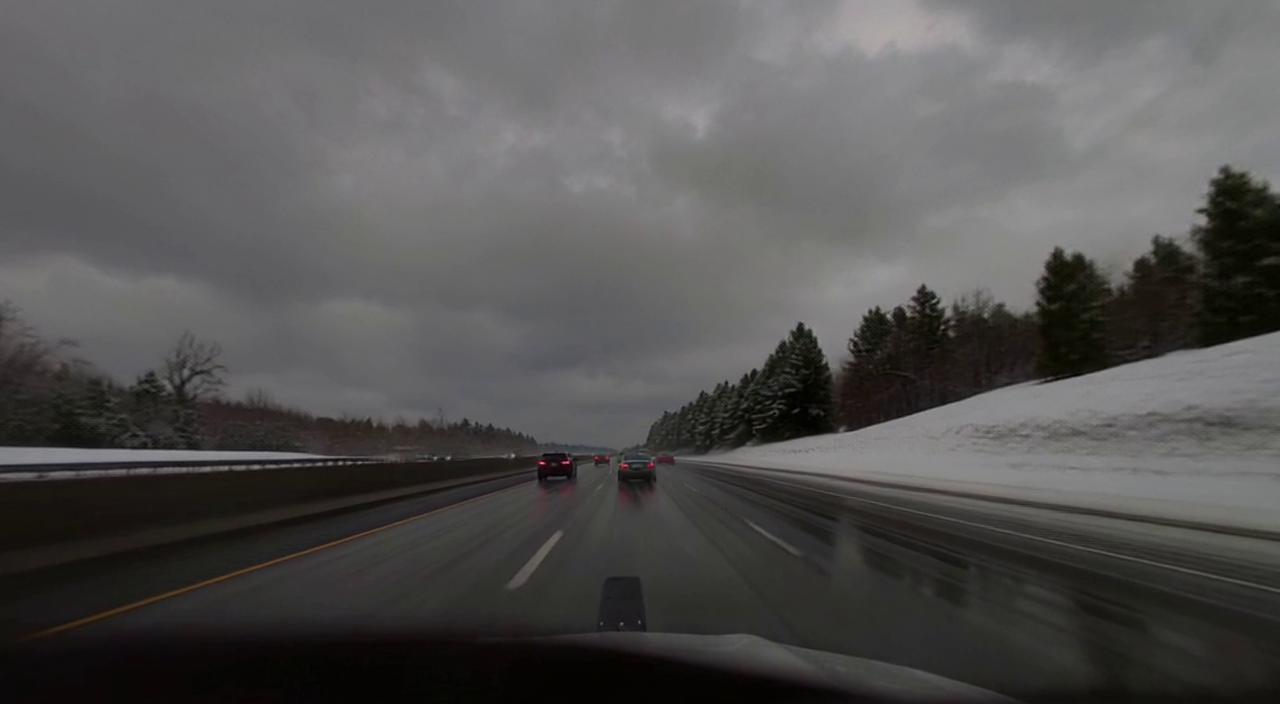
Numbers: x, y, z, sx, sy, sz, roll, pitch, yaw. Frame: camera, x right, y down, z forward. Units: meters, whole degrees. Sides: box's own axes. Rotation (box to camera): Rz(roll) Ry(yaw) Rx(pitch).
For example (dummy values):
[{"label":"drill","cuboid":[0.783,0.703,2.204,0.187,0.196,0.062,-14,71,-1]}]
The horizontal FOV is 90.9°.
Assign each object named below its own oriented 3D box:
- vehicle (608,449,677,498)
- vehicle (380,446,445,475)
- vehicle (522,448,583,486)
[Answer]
[{"label":"vehicle","cuboid":[0.041,3.886,20.580,2.023,1.400,4.028,0,-9,-1]},{"label":"vehicle","cuboid":[-12.287,5.884,34.323,1.867,1.457,4.487,0,-9,0]},{"label":"vehicle","cuboid":[-3.888,5.180,28.779,2.153,1.581,4.375,0,-9,0]}]
